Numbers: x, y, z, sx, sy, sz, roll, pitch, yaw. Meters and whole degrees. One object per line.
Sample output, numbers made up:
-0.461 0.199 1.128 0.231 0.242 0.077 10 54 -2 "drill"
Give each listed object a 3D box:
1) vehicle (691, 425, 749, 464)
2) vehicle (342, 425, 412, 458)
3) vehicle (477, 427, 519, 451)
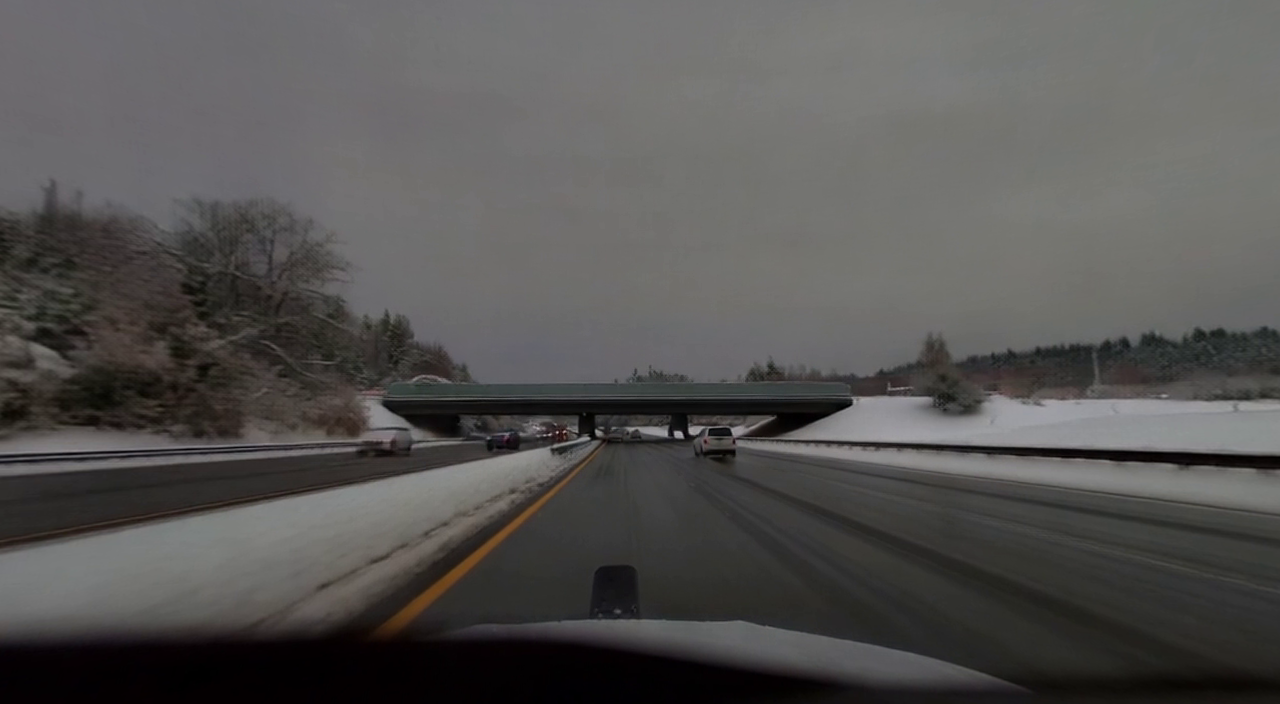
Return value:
3.506 4.127 28.330 1.938 1.578 3.764 0 -8 -3 "vehicle"
-13.732 4.685 33.214 1.926 1.616 4.230 0 -8 -1 "vehicle"
-9.587 5.918 42.986 1.961 1.545 4.290 0 -8 -2 "vehicle"
